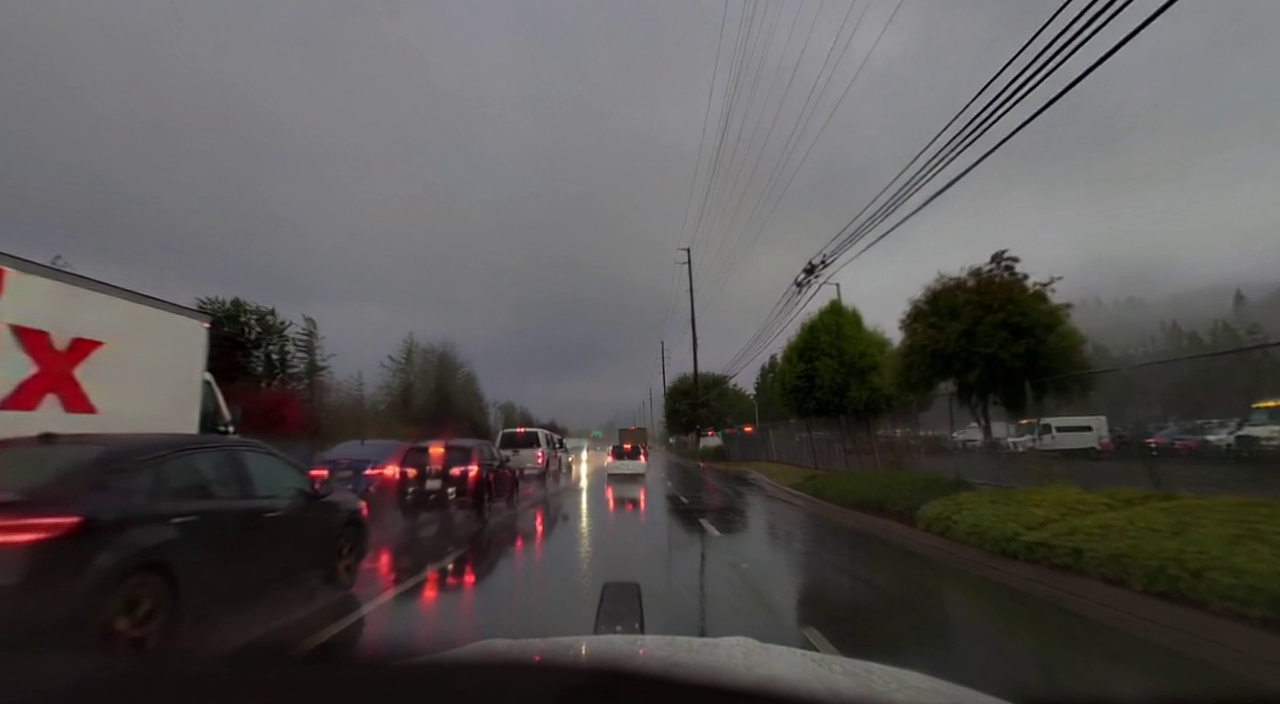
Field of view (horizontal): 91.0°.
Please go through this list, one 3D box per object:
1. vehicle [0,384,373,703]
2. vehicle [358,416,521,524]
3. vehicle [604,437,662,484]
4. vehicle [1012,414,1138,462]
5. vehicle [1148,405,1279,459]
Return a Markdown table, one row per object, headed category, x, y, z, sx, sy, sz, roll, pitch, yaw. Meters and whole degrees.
| category | x | y | z | sx | sy | sz | roll | pitch | yaw |
| --- | --- | --- | --- | --- | --- | --- | --- | --- | --- |
| vehicle | -3.947 | 1.242 | 4.657 | 2.014 | 1.637 | 4.382 | 0 | -9 | 0 |
| vehicle | -3.928 | 2.409 | 13.313 | 1.956 | 1.865 | 4.624 | 0 | -9 | -1 |
| vehicle | -0.267 | 4.210 | 24.748 | 2.055 | 1.671 | 4.147 | 0 | -9 | -1 |
| vehicle | 32.779 | 6.568 | 47.670 | 7.142 | 3.385 | 2.919 | 0 | -10 | 2 |
| vehicle | 40.522 | 5.570 | 43.779 | 7.613 | 2.990 | 2.868 | -5 | -8 | -2 |
